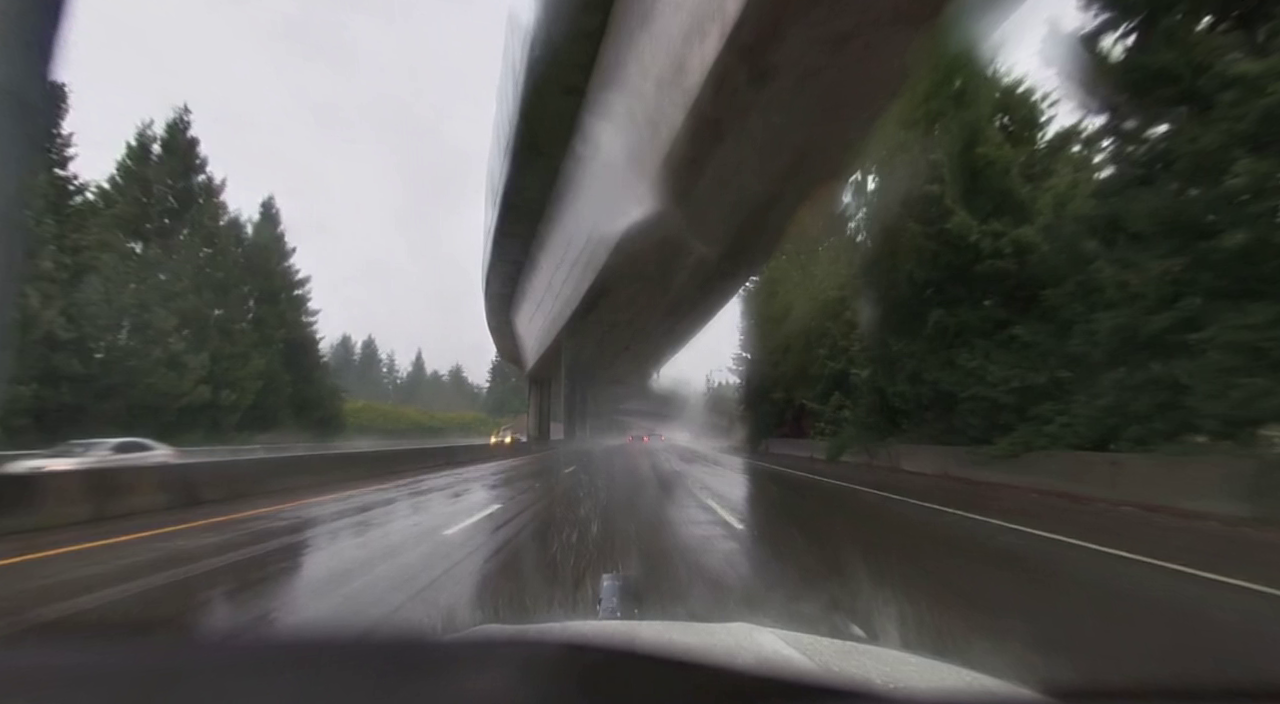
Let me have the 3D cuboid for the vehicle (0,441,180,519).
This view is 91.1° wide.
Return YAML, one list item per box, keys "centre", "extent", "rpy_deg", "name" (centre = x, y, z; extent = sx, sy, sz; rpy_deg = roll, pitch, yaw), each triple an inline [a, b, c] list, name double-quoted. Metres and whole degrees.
- centre: [-12.971, 2.764, 14.239]
  extent: [1.895, 1.439, 4.263]
  rpy_deg: [0, -8, -1]
  name: "vehicle"
